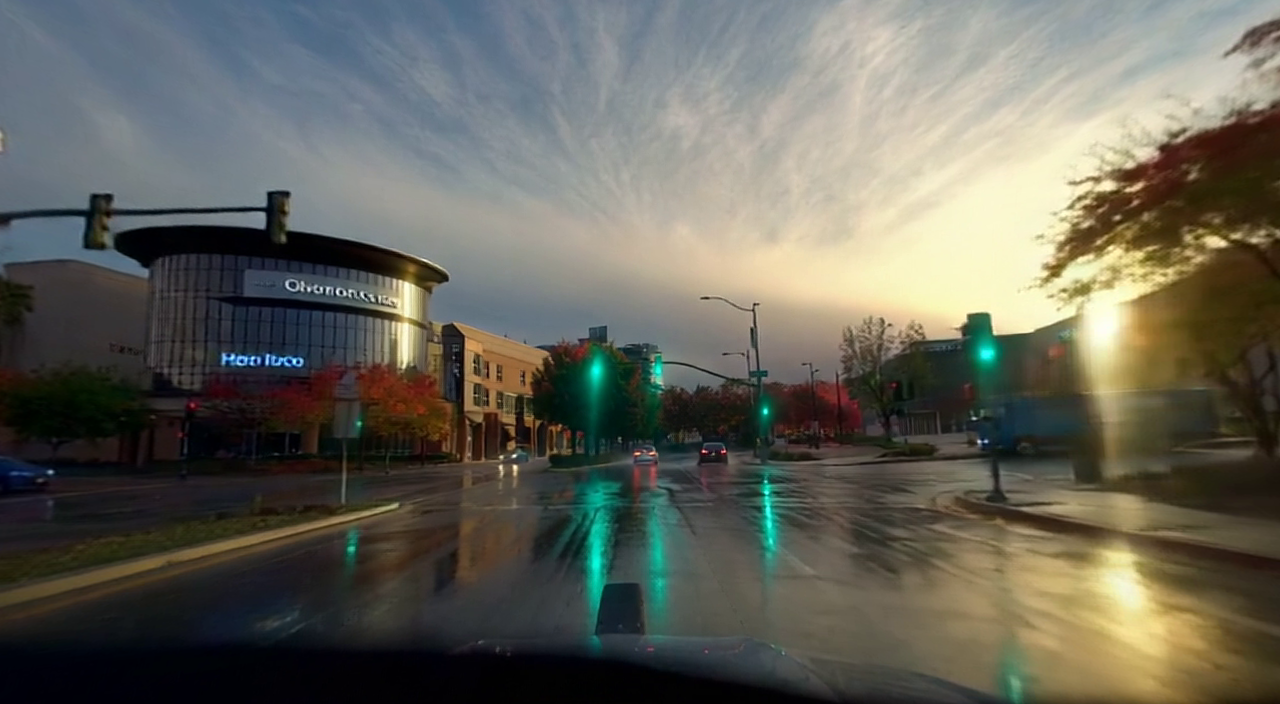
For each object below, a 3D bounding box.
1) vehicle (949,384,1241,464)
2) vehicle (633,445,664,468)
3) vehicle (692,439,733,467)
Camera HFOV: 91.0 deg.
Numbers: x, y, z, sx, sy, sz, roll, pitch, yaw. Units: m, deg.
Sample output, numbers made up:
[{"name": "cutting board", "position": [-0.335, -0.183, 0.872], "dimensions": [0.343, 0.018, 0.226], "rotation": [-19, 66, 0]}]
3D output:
[{"name": "vehicle", "position": [21.139, 3.459, 29.982], "dimensions": [10.893, 3.534, 3.195], "rotation": [-1, -9, 5]}, {"name": "vehicle", "position": [0.647, 7.435, 45.030], "dimensions": [2.014, 1.525, 4.197], "rotation": [0, -9, 3]}, {"name": "vehicle", "position": [4.796, 6.756, 42.371], "dimensions": [2.174, 1.749, 4.739], "rotation": [0, -9, -1]}]
